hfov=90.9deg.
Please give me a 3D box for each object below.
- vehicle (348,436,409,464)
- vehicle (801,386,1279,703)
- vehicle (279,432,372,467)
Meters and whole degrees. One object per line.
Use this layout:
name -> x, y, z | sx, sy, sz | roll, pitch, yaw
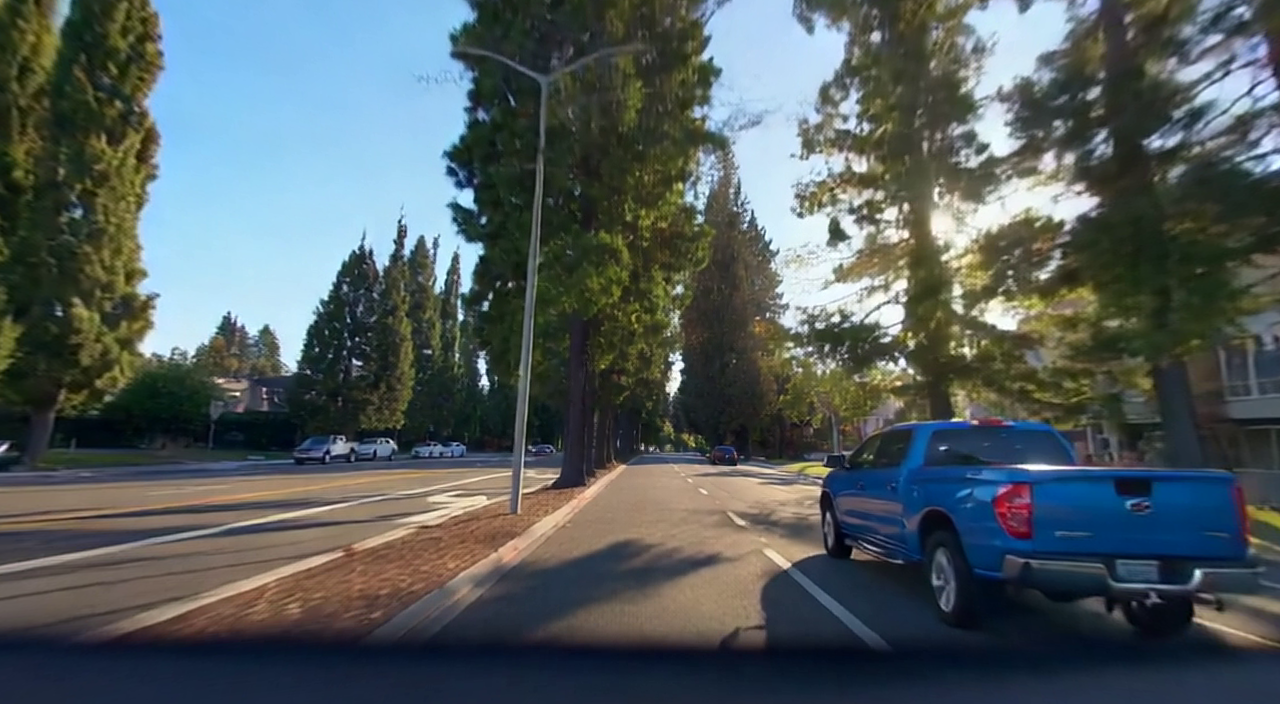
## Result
vehicle -> -18.060, 6.763, 43.758 | 2.051, 1.821, 4.721 | 0, -8, 2
vehicle -> 3.112, 1.374, 5.630 | 2.108, 1.712, 4.616 | 0, -8, 0
vehicle -> -18.242, 5.712, 37.007 | 2.398, 1.883, 5.729 | -1, -8, 2
